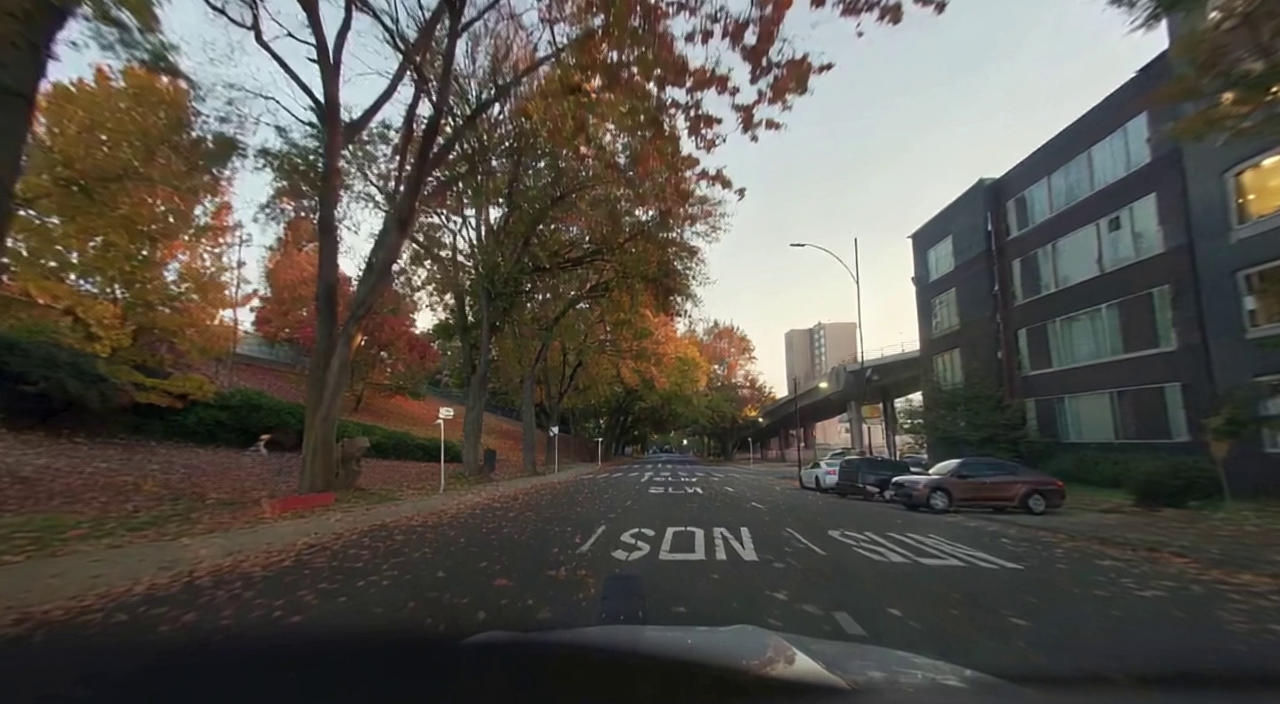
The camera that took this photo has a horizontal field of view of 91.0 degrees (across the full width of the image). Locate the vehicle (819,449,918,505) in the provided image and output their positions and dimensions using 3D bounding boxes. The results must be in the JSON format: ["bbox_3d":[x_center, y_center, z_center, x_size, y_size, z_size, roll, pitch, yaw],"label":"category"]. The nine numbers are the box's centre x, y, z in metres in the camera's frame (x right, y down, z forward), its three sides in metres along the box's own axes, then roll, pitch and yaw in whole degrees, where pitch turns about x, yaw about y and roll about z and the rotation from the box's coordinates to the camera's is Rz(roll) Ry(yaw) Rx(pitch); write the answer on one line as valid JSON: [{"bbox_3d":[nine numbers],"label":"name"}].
[{"bbox_3d":[7.644,4.178,21.605,1.954,1.657,4.522,0,-9,4],"label":"vehicle"}]

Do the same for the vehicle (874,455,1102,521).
[{"bbox_3d":[9.063,3.562,16.793,4.775,1.542,2.145,0,-9,1],"label":"vehicle"}]
